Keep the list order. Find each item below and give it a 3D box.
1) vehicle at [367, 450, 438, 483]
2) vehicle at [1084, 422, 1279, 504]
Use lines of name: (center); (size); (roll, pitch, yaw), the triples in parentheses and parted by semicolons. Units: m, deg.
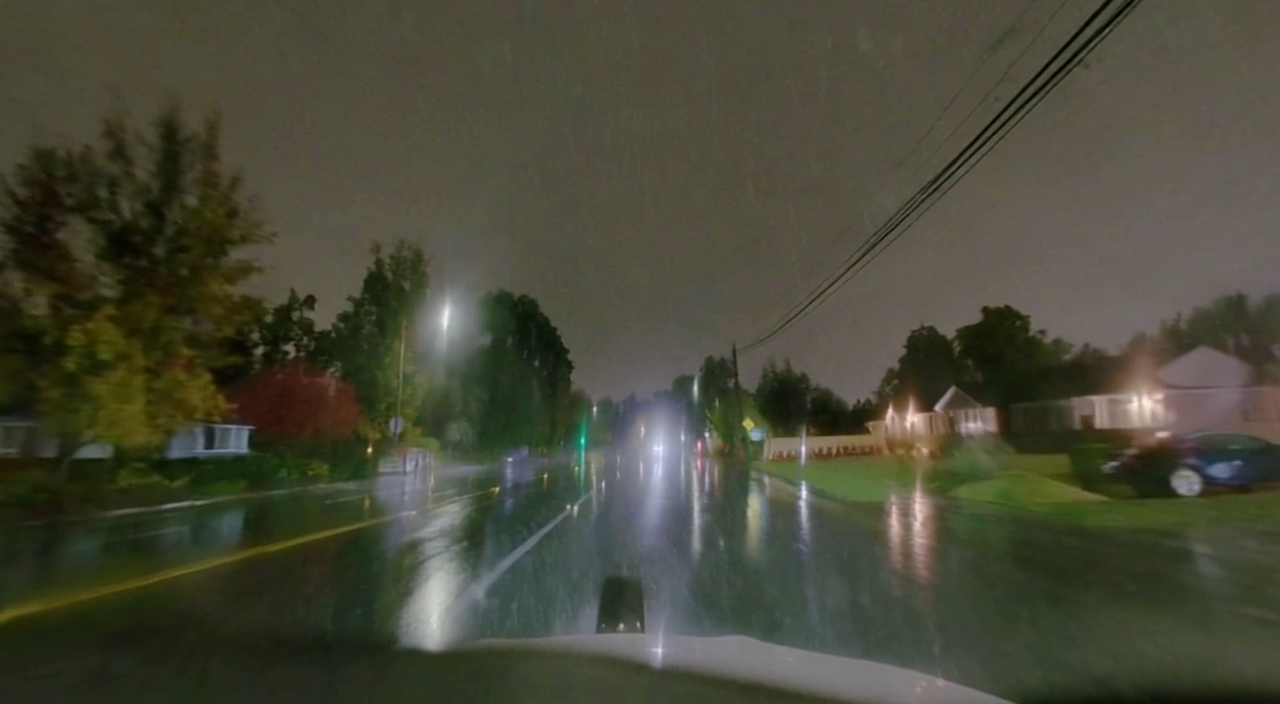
vehicle: (-12.540, 6.013, 33.590); (1.859, 1.496, 4.390); (-4, -9, 3)
vehicle: (11.513, 2.098, 12.125); (4.455, 1.442, 1.837); (-1, -8, 4)
